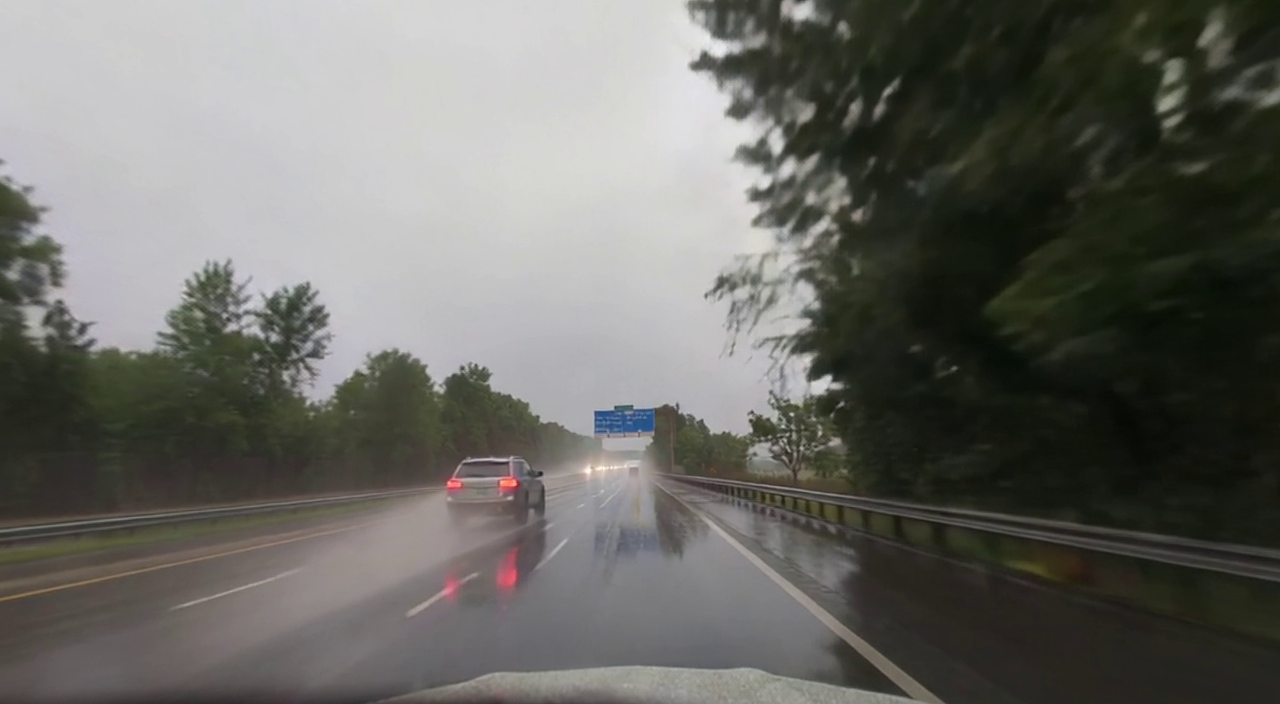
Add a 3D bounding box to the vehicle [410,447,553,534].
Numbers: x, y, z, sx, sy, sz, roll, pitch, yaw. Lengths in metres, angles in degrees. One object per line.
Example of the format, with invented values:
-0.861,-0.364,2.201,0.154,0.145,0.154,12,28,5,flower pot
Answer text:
-3.460,3.172,14.819,2.107,1.668,4.554,1,-11,1,vehicle
